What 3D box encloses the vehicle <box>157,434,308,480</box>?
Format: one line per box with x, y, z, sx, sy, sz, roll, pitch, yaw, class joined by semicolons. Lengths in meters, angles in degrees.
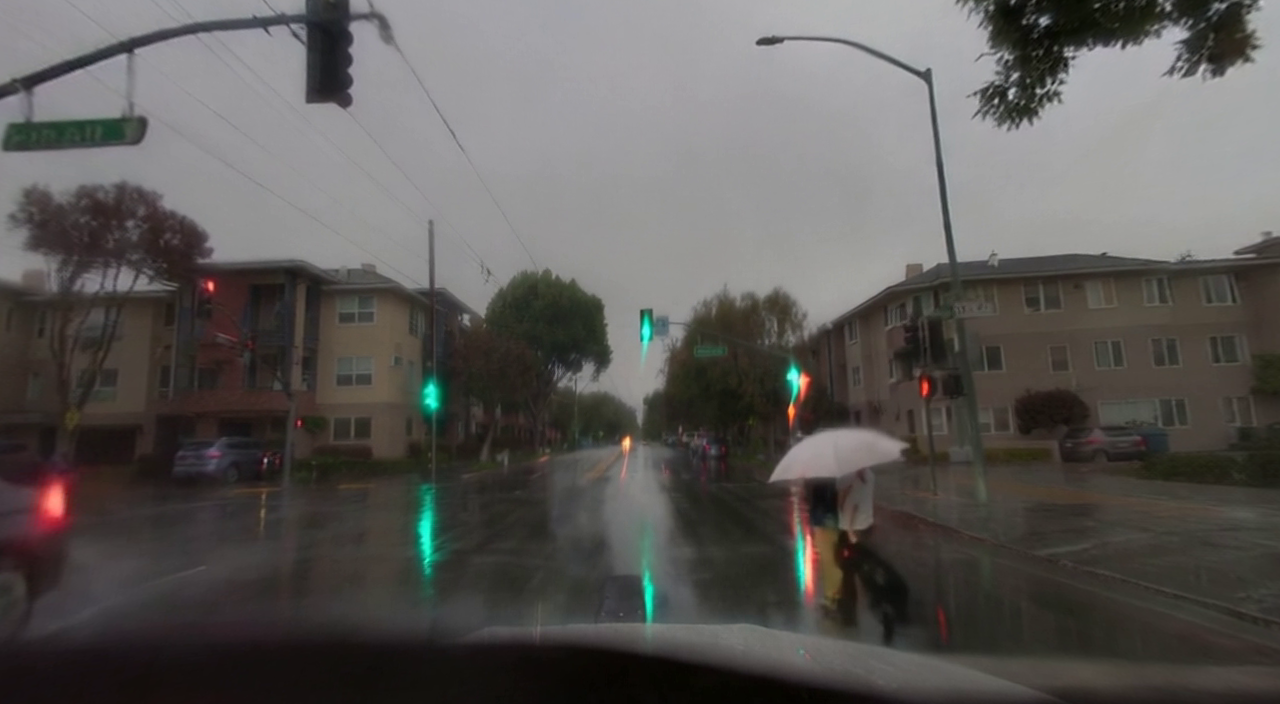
-18.997;4.897;29.672;5.468;1.854;2.283;-2;-8;-4;vehicle

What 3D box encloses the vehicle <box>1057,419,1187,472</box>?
17.105;3.374;22.709;2.013;1.722;4.007;-2;-9;10;vehicle

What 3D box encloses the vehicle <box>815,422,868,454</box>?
11.528;4.986;36.447;1.950;1.714;4.245;-1;-9;5;vehicle
